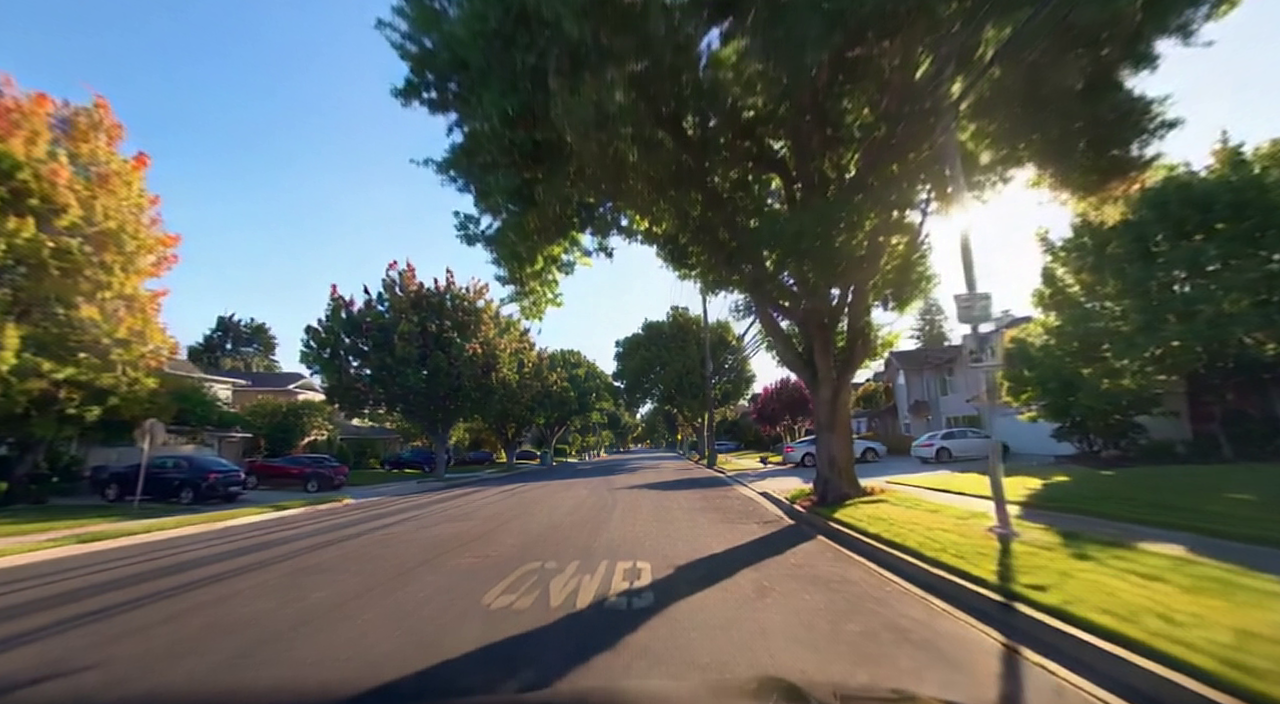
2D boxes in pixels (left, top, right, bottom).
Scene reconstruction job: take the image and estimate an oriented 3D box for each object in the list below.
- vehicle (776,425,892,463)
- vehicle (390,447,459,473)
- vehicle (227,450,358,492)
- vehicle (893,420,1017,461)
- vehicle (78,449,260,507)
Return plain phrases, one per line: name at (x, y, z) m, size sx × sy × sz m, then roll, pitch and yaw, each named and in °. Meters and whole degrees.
vehicle at (9.343, 4.476, 30.784) m, size 4.952 × 1.775 × 2.089 m, roll 0°, pitch -8°, yaw 0°
vehicle at (-15.291, 7.689, 44.898) m, size 4.265 × 1.583 × 1.913 m, roll -5°, pitch -9°, yaw 13°
vehicle at (-14.224, 4.875, 26.004) m, size 4.260 × 1.588 × 1.927 m, roll -1°, pitch -8°, yaw 5°
vehicle at (13.018, 3.709, 26.326) m, size 4.122 × 1.610 × 1.888 m, roll -1°, pitch -8°, yaw 2°
vehicle at (-15.090, 4.011, 20.376) m, size 4.500 × 1.714 × 1.924 m, roll -1°, pitch -8°, yaw 7°
